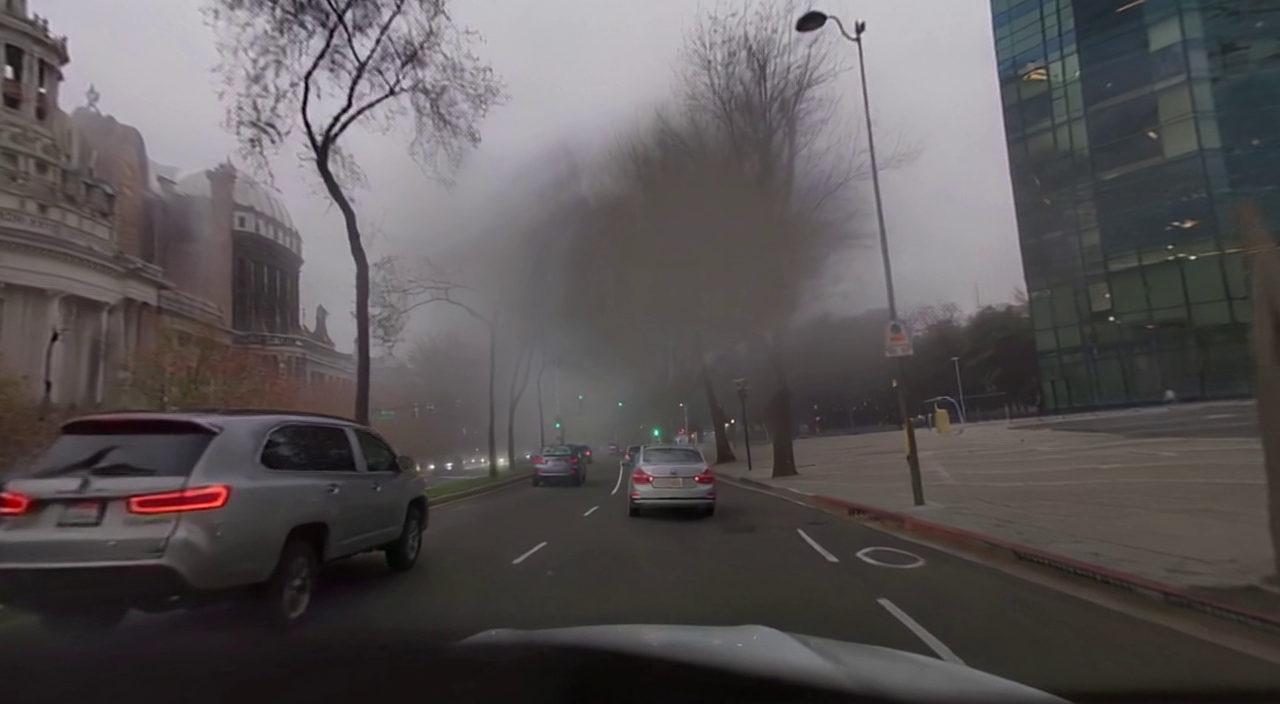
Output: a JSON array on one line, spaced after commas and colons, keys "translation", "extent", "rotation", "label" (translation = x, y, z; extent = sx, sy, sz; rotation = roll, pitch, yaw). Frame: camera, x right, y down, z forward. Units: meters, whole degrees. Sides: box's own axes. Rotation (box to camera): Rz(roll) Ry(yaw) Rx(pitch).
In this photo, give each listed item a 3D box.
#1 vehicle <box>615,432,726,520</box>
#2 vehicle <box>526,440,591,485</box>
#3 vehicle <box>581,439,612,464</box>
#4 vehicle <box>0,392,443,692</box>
[{"translation": [0.482, 2.444, 12.905], "extent": [1.933, 1.504, 3.802], "rotation": [0, -9, -1], "label": "vehicle"}, {"translation": [-3.009, 4.166, 24.074], "extent": [1.961, 1.517, 4.202], "rotation": [0, -9, -1], "label": "vehicle"}, {"translation": [-3.179, 7.354, 46.785], "extent": [1.969, 1.764, 4.160], "rotation": [0, -9, 0], "label": "vehicle"}, {"translation": [-3.238, 1.326, 5.404], "extent": [1.848, 1.641, 3.686], "rotation": [0, -9, 1], "label": "vehicle"}]
